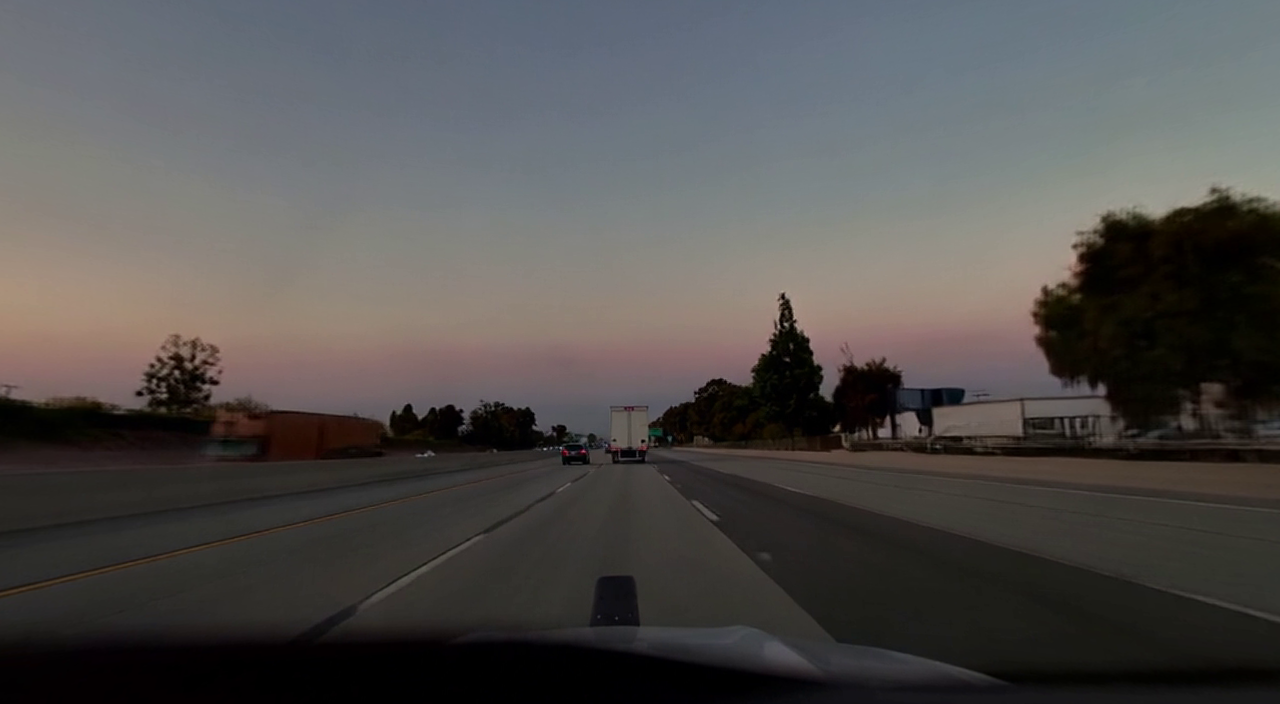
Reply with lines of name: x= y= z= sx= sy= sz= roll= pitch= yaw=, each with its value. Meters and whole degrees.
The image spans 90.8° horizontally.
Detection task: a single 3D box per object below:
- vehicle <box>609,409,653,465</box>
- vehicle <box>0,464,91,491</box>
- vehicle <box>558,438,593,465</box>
vehicle: x=-0.590 y=6.693 z=49.104 sx=3.000 sy=3.786 sz=11.740 roll=0 pitch=-8 yaw=0
vehicle: x=-41.180 y=8.619 z=43.585 sx=1.961 sy=1.565 sz=5.038 roll=0 pitch=-8 yaw=1
vehicle: x=-4.797 y=7.491 z=47.550 sx=2.095 sy=1.930 sz=4.680 roll=0 pitch=-8 yaw=0
